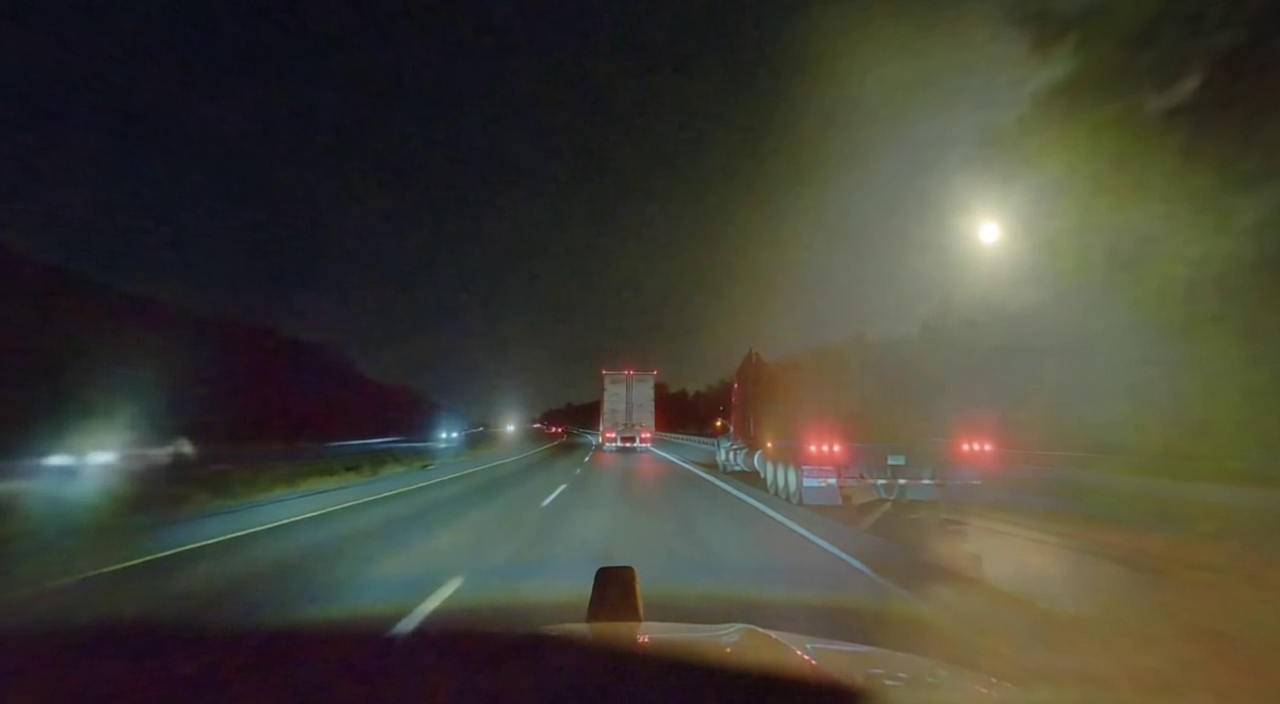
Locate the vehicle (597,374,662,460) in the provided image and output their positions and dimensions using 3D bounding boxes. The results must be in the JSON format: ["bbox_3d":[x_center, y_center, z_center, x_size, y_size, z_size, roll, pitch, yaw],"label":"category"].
[{"bbox_3d":[-0.714,3.726,34.589,3.023,3.965,10.402,0,-8,-3],"label":"vehicle"}]
